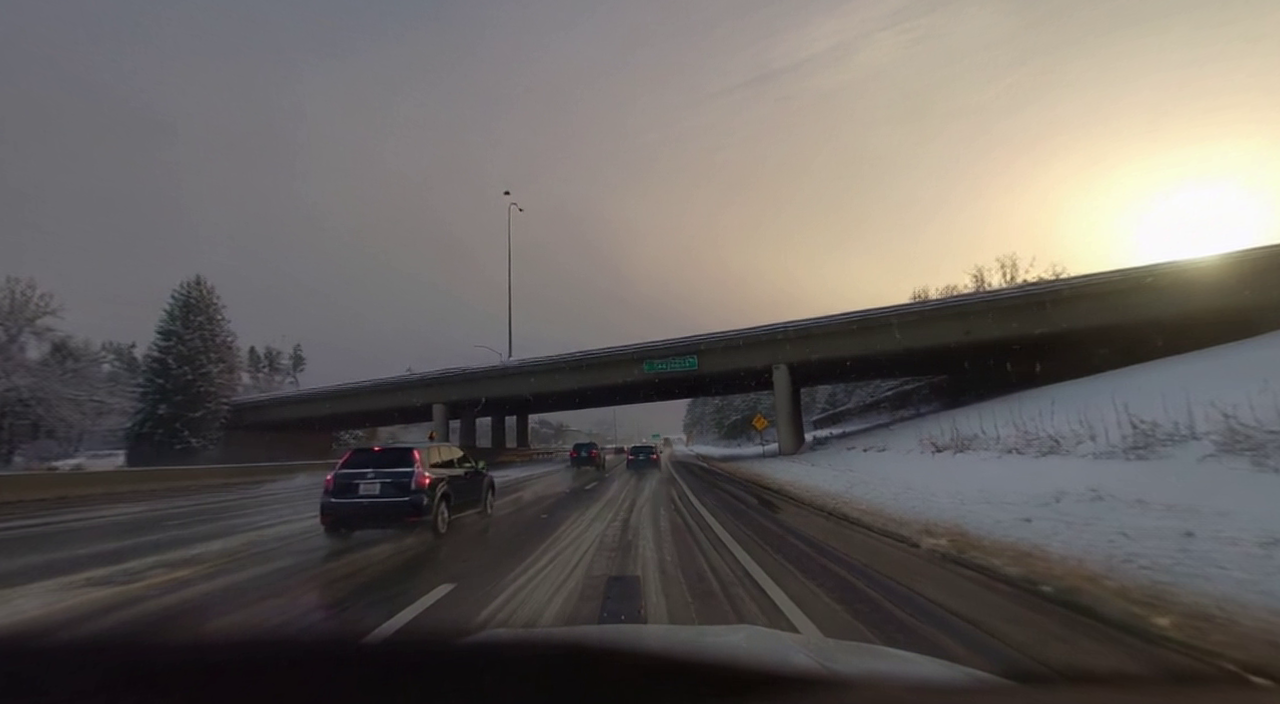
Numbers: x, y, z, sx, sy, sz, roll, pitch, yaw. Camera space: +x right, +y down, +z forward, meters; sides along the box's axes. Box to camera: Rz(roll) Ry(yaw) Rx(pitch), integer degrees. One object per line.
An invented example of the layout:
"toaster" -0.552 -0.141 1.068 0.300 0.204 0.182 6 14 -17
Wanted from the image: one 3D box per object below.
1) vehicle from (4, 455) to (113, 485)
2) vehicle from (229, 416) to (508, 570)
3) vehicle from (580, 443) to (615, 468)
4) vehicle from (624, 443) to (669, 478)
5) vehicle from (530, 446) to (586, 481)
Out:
"vehicle" -32.282 6.533 35.041 1.859 1.490 4.356 0 -8 1
"vehicle" -3.616 1.956 9.545 2.161 1.759 4.482 0 -8 1
"vehicle" -3.186 7.888 48.114 2.237 1.841 4.683 0 -8 1
"vehicle" 0.295 5.523 32.287 2.160 1.678 4.178 0 -8 0
"vehicle" -3.829 5.281 30.027 1.997 1.490 4.471 0 -8 1
